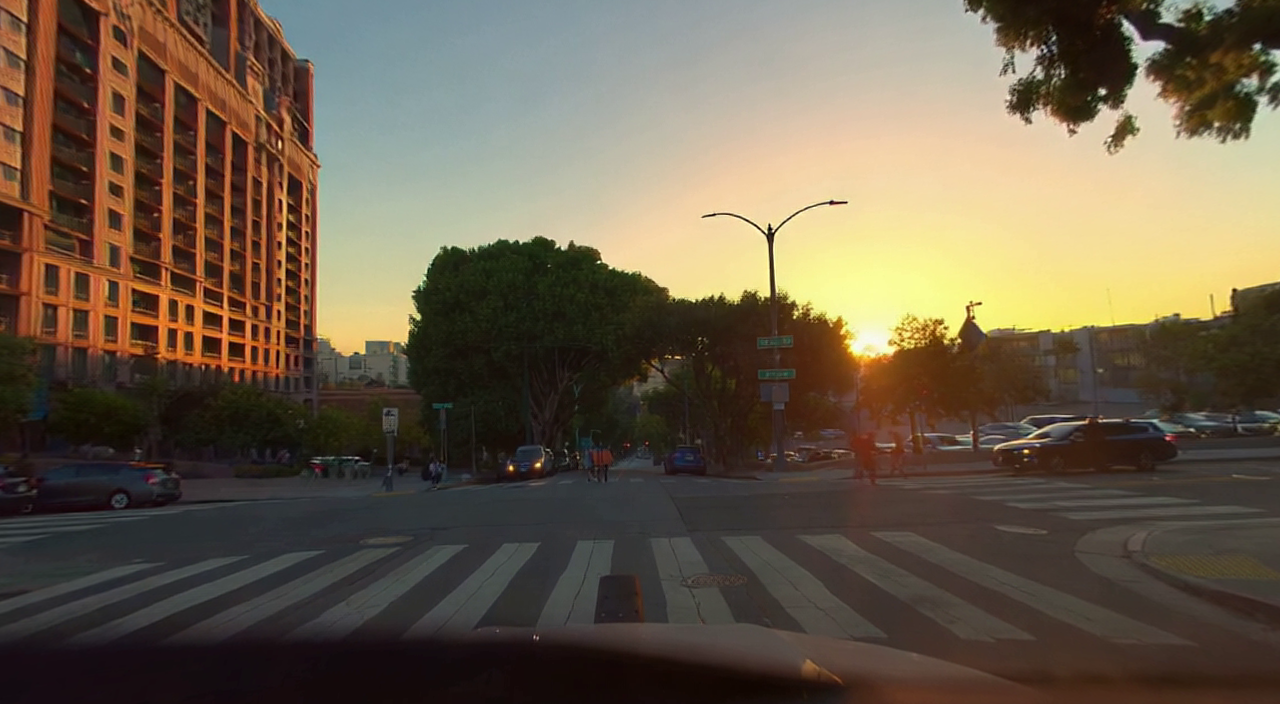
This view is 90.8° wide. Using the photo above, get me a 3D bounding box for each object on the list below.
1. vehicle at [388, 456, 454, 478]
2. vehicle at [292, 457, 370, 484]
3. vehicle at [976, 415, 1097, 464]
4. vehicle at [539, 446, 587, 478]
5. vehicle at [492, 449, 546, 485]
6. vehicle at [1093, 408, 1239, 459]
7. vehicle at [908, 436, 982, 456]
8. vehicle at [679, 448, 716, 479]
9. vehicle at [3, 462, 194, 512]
[{"bbox_3d":[-16.389,8.627,47.323,4.203,1.544,1.889,-1,-8,2],"label":"vehicle"},{"bbox_3d":[-23.206,8.897,47.533,4.844,1.836,2.117,-1,-8,6],"label":"vehicle"},{"bbox_3d":[16.744,3.791,27.001,2.041,1.921,4.574,0,-9,-2],"label":"vehicle"},{"bbox_3d":[-4.474,6.500,37.383,2.102,1.768,4.290,-1,-10,2],"label":"vehicle"},{"bbox_3d":[-7.615,7.250,40.256,2.193,1.814,5.061,-9,-8,0],"label":"vehicle"},{"bbox_3d":[22.305,3.533,27.147,2.137,1.962,4.988,-1,-8,3],"label":"vehicle"},{"bbox_3d":[23.016,7.087,47.775,4.528,1.475,2.070,0,-8,3],"label":"vehicle"},{"bbox_3d":[3.198,6.169,35.217,1.942,1.603,3.785,-1,-8,5],"label":"vehicle"},{"bbox_3d":[-17.316,4.316,20.377,4.439,1.448,1.793,0,-9,0],"label":"vehicle"}]
